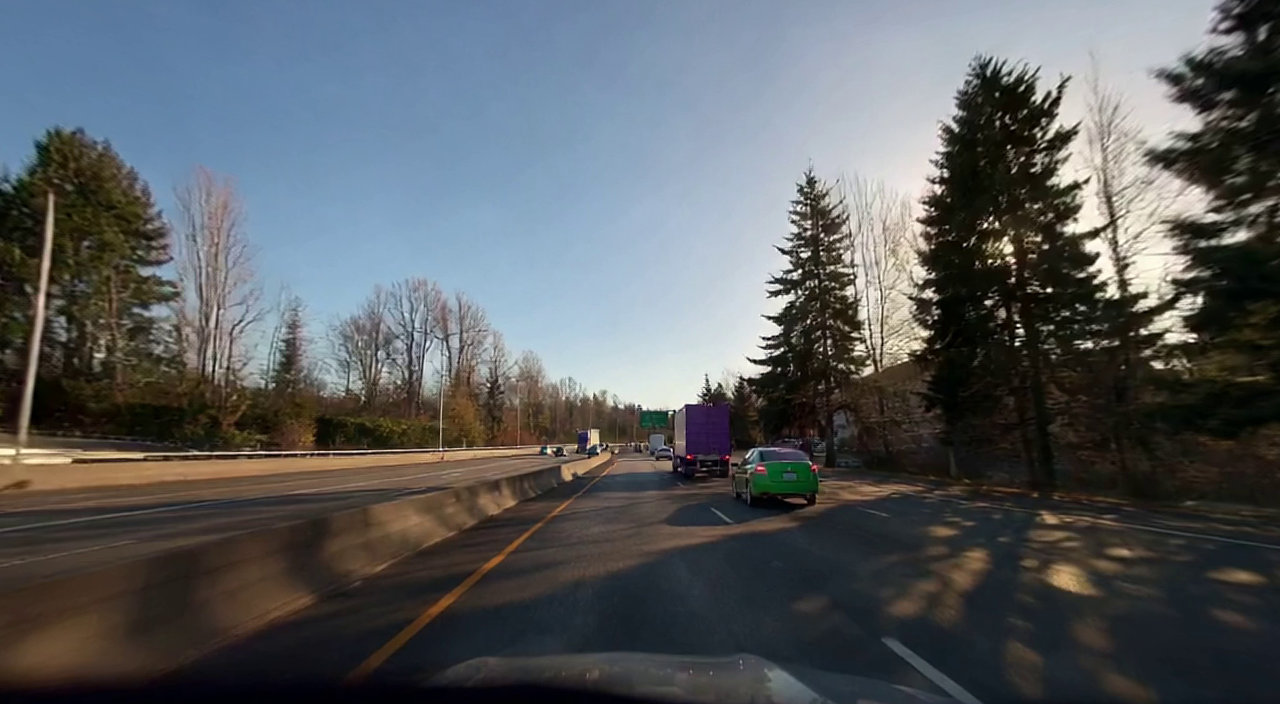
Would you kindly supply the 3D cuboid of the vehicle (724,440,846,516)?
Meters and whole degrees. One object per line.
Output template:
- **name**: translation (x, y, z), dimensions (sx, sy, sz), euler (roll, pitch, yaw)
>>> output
- **vehicle**: translation (3.300, 2.932, 15.114), dimensions (1.971, 1.558, 3.834), euler (0, -9, -1)

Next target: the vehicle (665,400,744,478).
- **vehicle**: translation (3.285, 5.157, 36.568), dimensions (2.916, 3.563, 14.462), euler (0, -9, -1)
